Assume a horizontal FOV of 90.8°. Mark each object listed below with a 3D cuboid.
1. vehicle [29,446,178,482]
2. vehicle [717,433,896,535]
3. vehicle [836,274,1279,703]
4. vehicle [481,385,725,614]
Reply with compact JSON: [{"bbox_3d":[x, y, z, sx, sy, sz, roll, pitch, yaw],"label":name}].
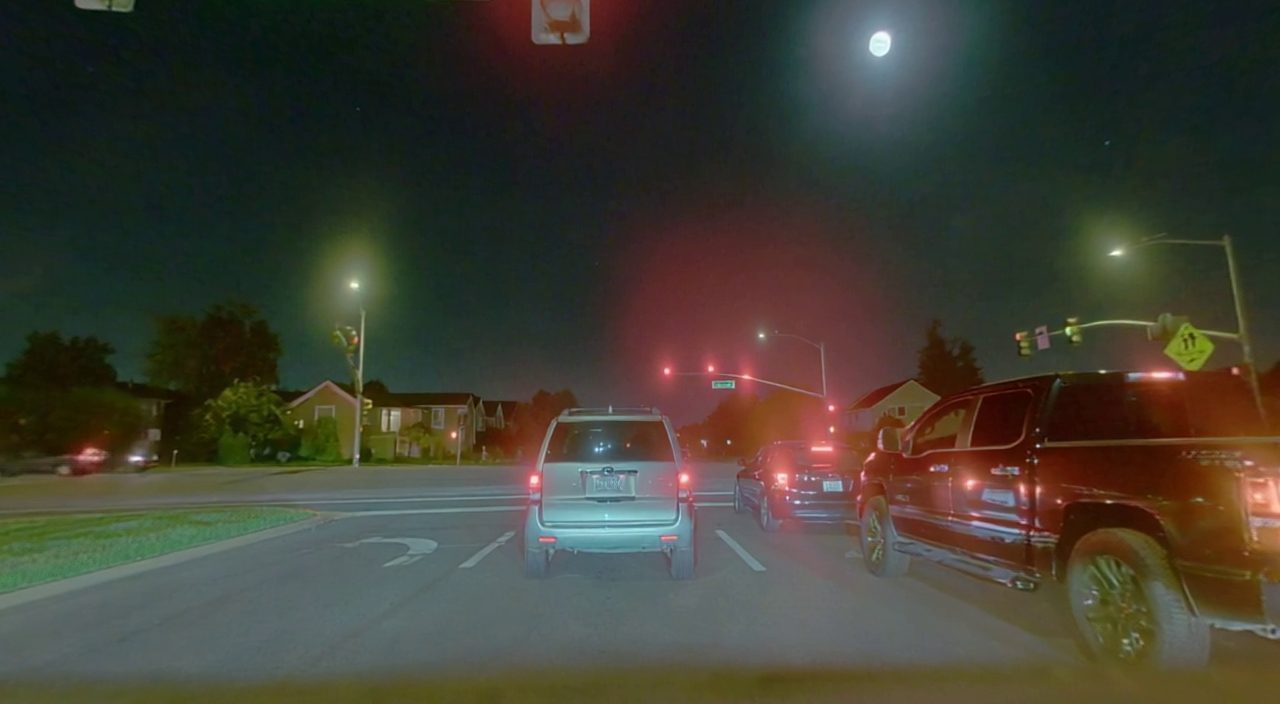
[{"bbox_3d":[-22.864,4.783,27.089,4.533,1.350,1.714,0,-8,-9],"label":"vehicle"},{"bbox_3d":[2.725,2.264,11.530,1.952,1.465,4.421,0,-8,-1],"label":"vehicle"},{"bbox_3d":[2.988,0.945,3.858,1.886,1.849,5.070,0,-8,-1],"label":"vehicle"},{"bbox_3d":[-0.226,1.403,6.736,1.915,1.780,3.379,-1,-8,2],"label":"vehicle"}]
